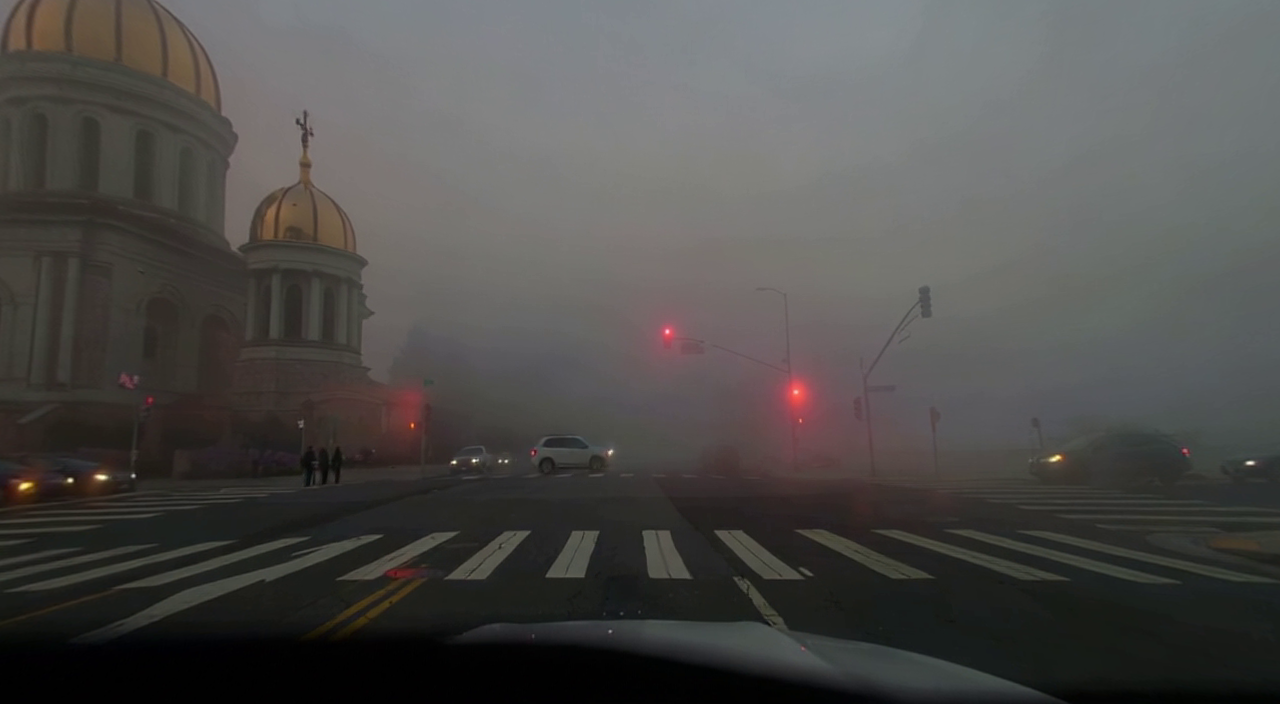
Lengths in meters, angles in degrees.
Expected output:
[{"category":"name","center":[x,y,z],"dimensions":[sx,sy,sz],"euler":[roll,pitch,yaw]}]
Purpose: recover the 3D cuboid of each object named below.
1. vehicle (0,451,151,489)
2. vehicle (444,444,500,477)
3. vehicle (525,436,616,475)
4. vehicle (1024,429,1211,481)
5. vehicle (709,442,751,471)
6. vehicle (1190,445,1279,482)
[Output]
[{"category":"vehicle","center":[-23.351,4.864,26.230],"dimensions":[4.479,1.476,1.873],"euler":[0,-8,1]},{"category":"vehicle","center":[-10.240,6.604,38.909],"dimensions":[2.076,1.876,4.669],"euler":[0,-8,1]},{"category":"vehicle","center":[-3.305,5.031,30.955],"dimensions":[2.051,1.724,4.567],"euler":[-5,-10,30]},{"category":"vehicle","center":[19.890,4.304,26.571],"dimensions":[5.852,2.057,2.361],"euler":[0,-8,1]},{"category":"vehicle","center":[5.839,6.855,41.504],"dimensions":[1.969,1.776,4.329],"euler":[0,-8,-2]},{"category":"vehicle","center":[26.392,4.678,26.683],"dimensions":[4.561,1.475,1.850],"euler":[0,-8,0]}]
